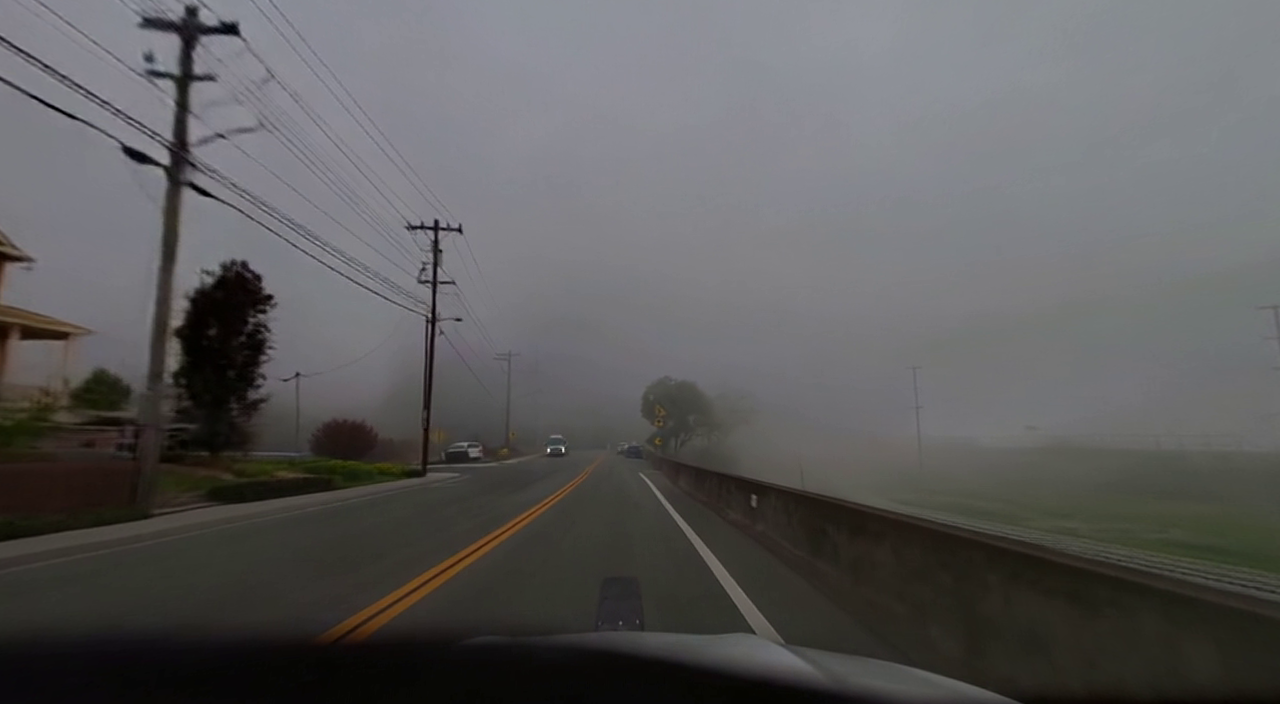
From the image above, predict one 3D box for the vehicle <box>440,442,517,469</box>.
[{"bbox_3d":[-10.689,6.862,42.034,4.500,1.674,1.915,8,-12,-42],"label":"vehicle"}]
